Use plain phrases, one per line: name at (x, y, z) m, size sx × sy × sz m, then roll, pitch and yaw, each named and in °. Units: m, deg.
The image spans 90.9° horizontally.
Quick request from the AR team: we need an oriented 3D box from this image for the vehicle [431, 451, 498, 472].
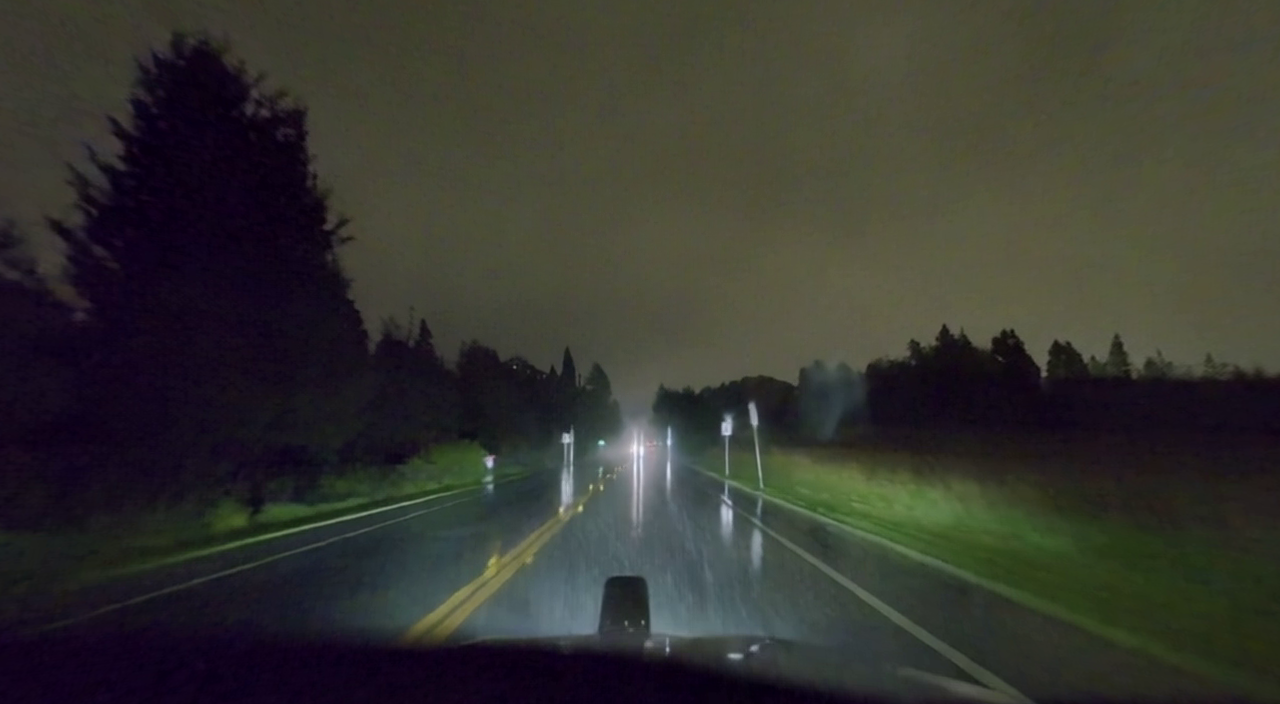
vehicle at (-12.464, 7.803, 44.999) m, size 4.266 × 1.425 × 1.759 m, roll 0°, pitch -8°, yaw -2°
